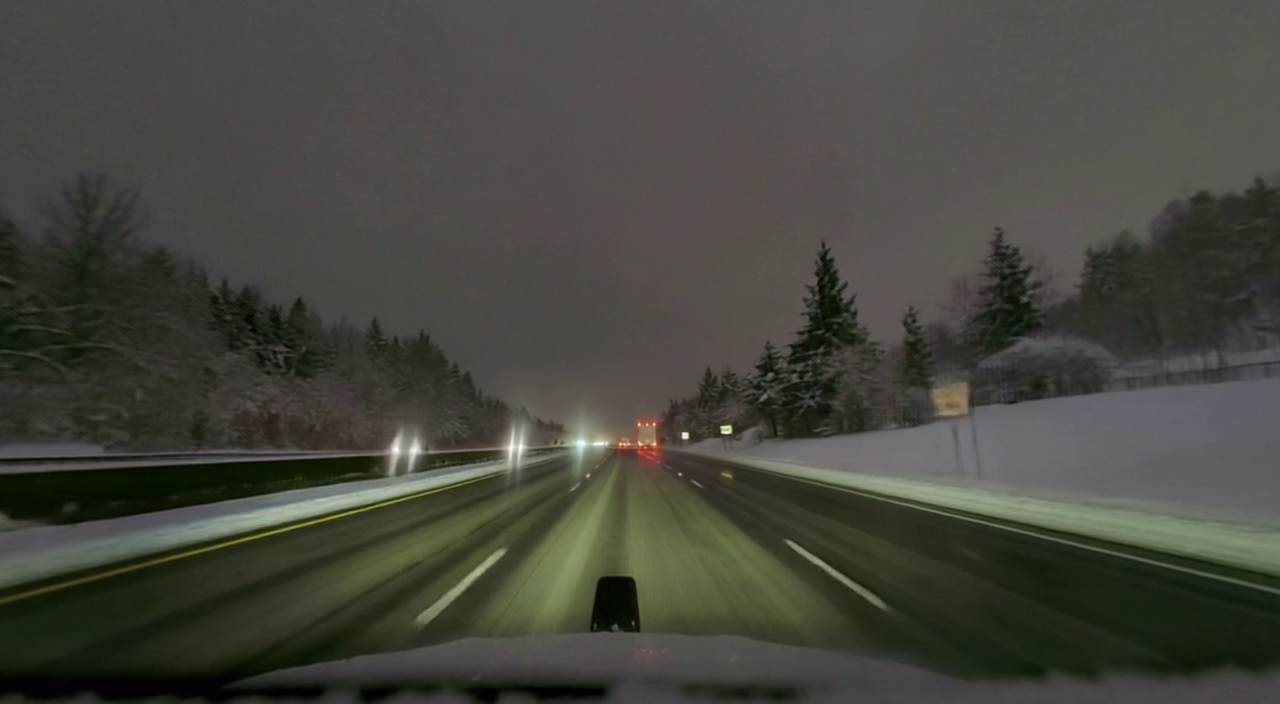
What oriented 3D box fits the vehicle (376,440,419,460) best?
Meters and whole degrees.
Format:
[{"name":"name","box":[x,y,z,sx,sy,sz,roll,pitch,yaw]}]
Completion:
[{"name":"vehicle","box":[-18.453,7.463,48.050,1.805,1.461,3.954,0,-8,-1]}]
